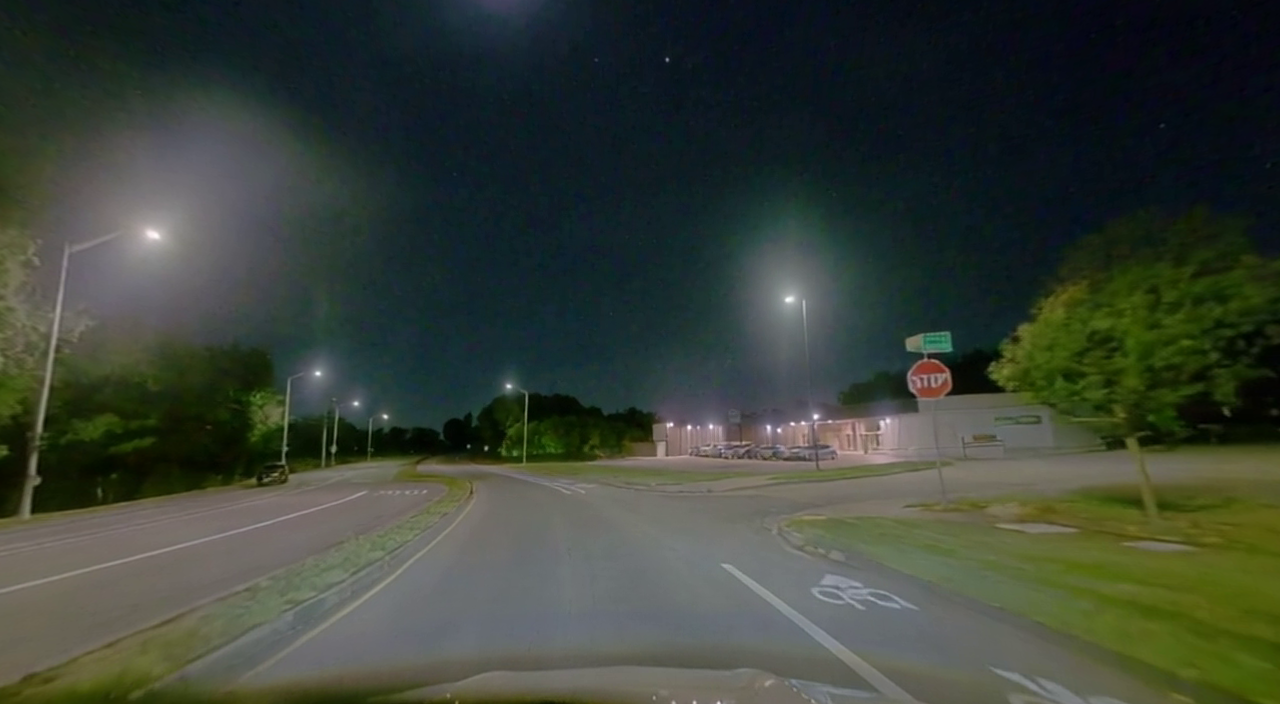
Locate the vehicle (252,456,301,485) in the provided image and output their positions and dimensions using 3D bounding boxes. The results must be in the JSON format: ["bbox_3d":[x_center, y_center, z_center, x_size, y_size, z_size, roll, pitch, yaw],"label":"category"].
[{"bbox_3d":[-23.504,7.718,40.847,1.952,1.632,4.200,1,-11,-19],"label":"vehicle"}]
